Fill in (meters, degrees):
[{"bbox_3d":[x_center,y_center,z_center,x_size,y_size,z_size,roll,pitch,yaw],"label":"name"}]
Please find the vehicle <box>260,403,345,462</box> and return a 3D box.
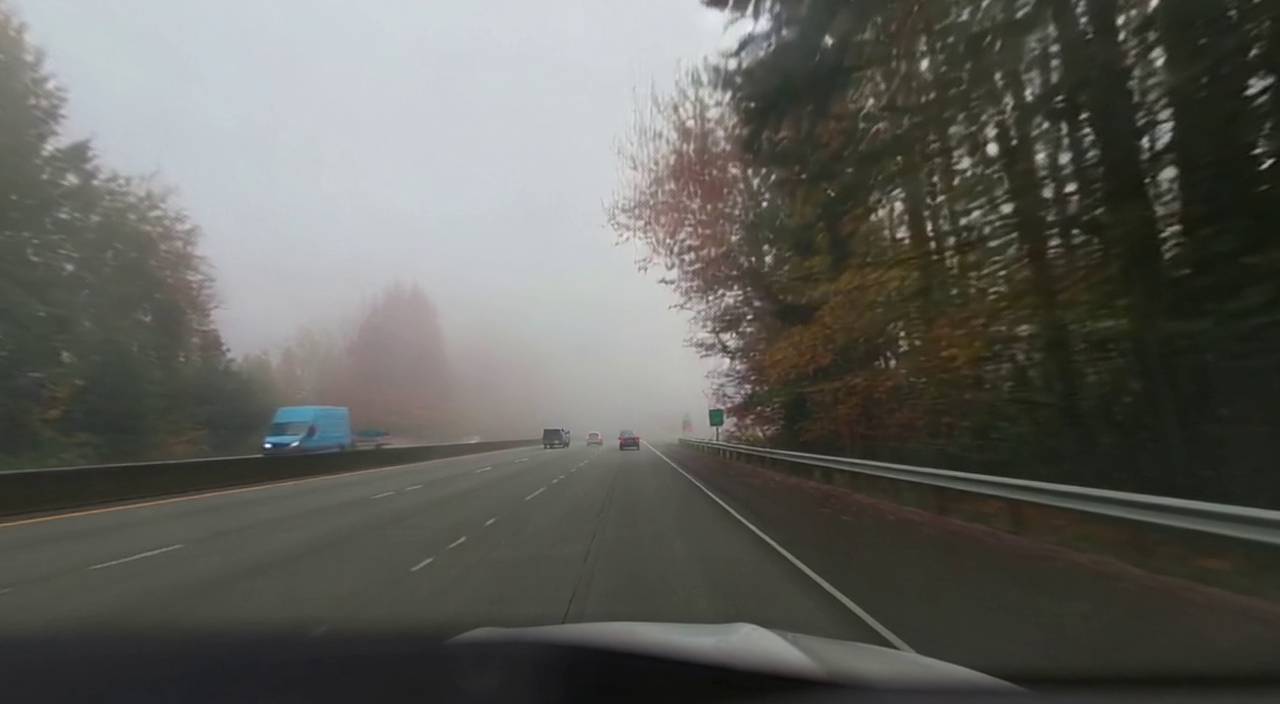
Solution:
[{"bbox_3d":[-25.429,6.158,47.791,3.053,4.137,6.199,0,-8,-2],"label":"vehicle"}]
